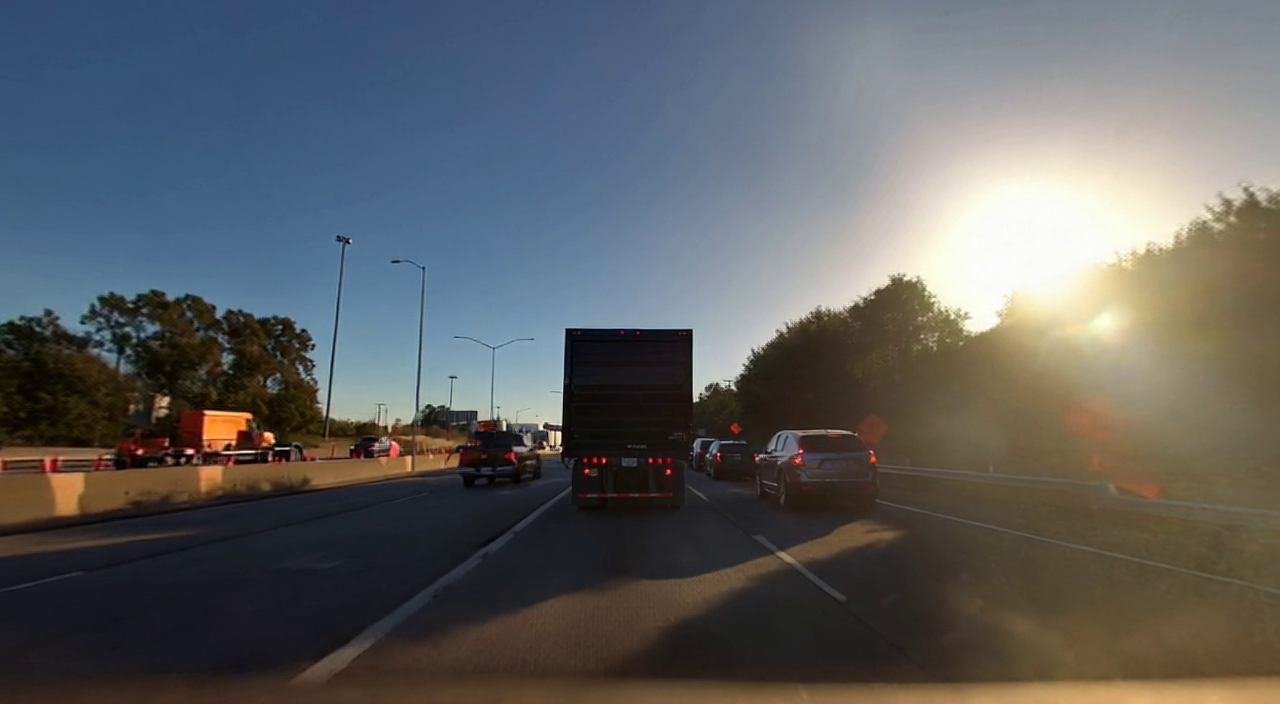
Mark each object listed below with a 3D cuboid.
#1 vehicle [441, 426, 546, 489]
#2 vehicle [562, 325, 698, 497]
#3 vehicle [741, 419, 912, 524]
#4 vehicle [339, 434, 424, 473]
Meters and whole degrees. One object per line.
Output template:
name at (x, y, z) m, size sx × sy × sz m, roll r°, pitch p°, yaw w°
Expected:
vehicle at (-4.413, 3.284, 19.820) m, size 2.095 × 1.736 × 4.529 m, roll 0°, pitch -9°, yaw 2°
vehicle at (-0.240, 2.078, 19.587) m, size 3.067 × 3.940 × 10.154 m, roll 0°, pitch -9°, yaw 0°
vehicle at (3.439, 2.303, 12.603) m, size 2.103 × 1.713 × 4.173 m, roll 1°, pitch -9°, yaw 0°
vehicle at (-13.101, 5.163, 32.305) m, size 2.054 × 1.708 × 4.663 m, roll 2°, pitch -8°, yaw 4°
